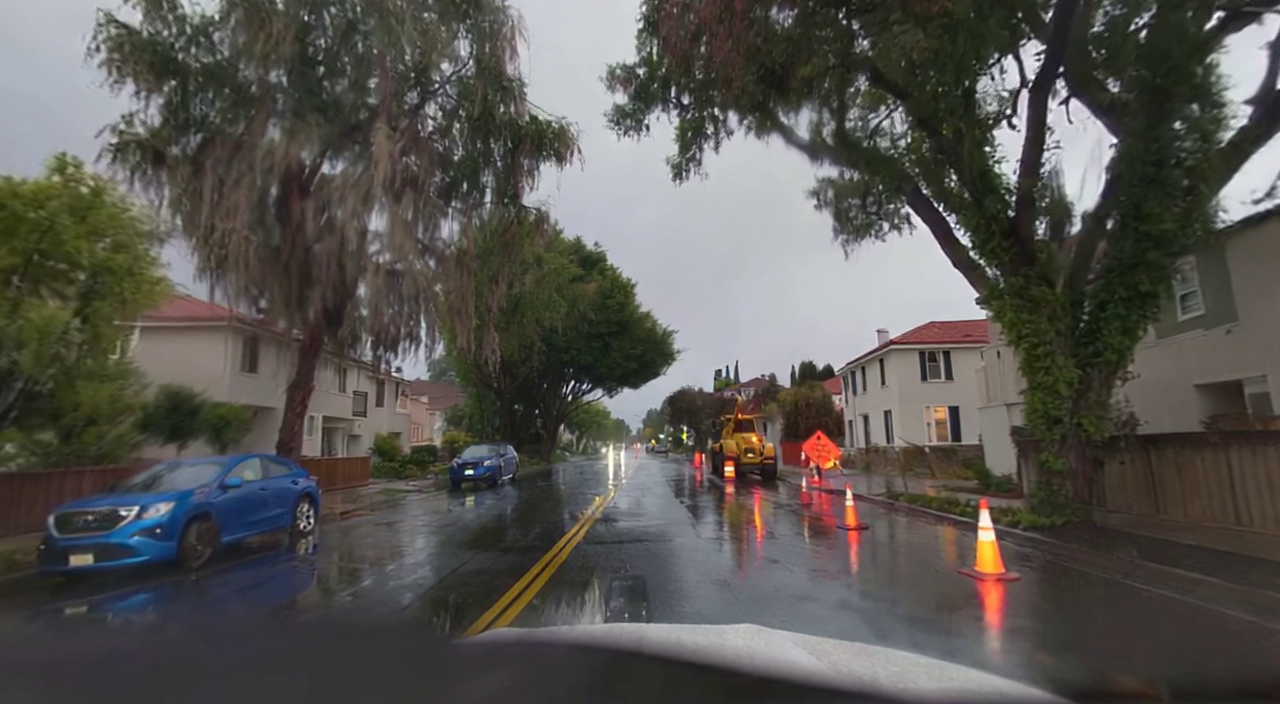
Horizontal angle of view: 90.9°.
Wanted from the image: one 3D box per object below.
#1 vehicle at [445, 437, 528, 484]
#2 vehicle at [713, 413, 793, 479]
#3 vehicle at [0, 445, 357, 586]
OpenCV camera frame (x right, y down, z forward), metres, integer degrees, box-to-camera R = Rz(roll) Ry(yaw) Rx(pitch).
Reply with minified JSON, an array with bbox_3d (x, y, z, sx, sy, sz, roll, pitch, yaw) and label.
[{"bbox_3d":[-6.319,4.509,26.594,2.220,1.765,4.799,-1,-8,1],"label":"vehicle"},{"bbox_3d":[4.777,4.064,27.291,2.501,2.613,3.505,1,-9,-6],"label":"vehicle"},{"bbox_3d":[-6.430,2.194,9.541,1.974,1.479,4.888,-1,-8,1],"label":"vehicle"}]
